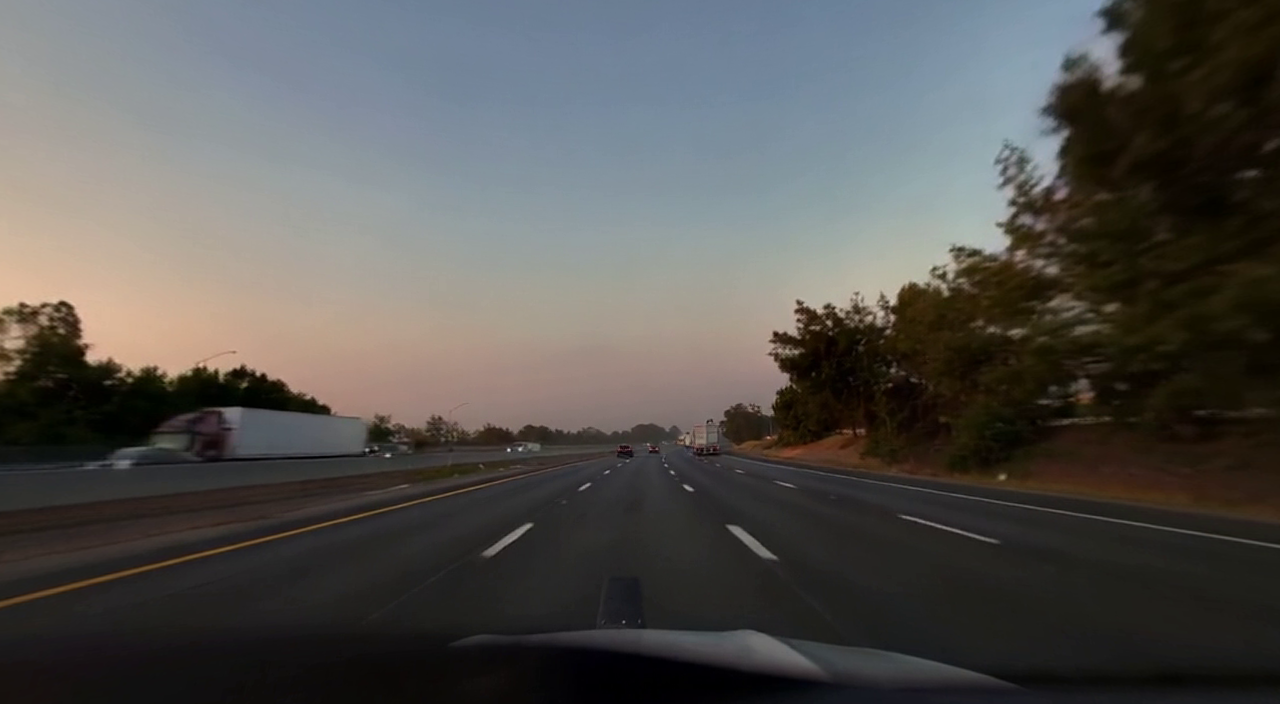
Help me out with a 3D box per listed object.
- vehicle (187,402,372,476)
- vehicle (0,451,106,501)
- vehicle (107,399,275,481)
[{"bbox_3d":[-24.474,6.287,44.999,2.922,4.226,16.885,0,-8,2],"label":"vehicle"},{"bbox_3d":[-20.769,4.113,21.293,1.818,1.508,4.118,0,-8,1],"label":"vehicle"},{"bbox_3d":[-24.583,4.950,35.321,3.067,4.012,8.258,0,-8,1],"label":"vehicle"}]
